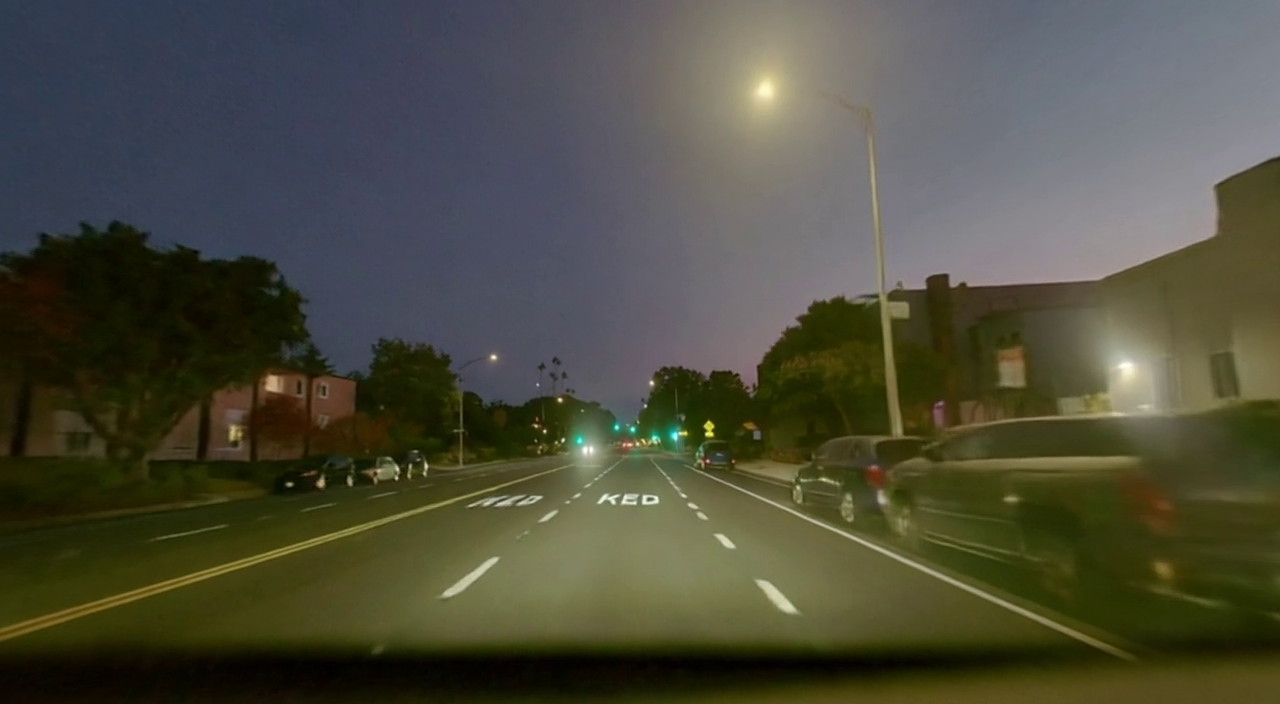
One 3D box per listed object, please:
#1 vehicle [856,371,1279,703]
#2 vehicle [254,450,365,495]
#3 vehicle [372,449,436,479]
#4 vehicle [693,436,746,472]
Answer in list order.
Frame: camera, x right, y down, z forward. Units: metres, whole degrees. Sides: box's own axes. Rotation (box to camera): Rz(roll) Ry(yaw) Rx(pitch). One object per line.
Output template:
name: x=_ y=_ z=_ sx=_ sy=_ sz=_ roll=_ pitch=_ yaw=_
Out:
vehicle: x=4.004 y=1.316 z=5.688 sx=2.338 sy=1.771 sz=4.680 roll=0 pitch=-8 yaw=-1
vehicle: x=-14.064 y=5.121 z=27.298 sx=2.163 sy=1.641 sz=4.875 roll=0 pitch=-8 yaw=0
vehicle: x=-14.048 y=6.684 z=37.964 sx=1.983 sy=1.608 sz=4.699 roll=0 pitch=-8 yaw=1
vehicle: x=4.115 y=5.376 z=33.517 sx=2.220 sy=1.752 sz=4.782 roll=0 pitch=-8 yaw=0
